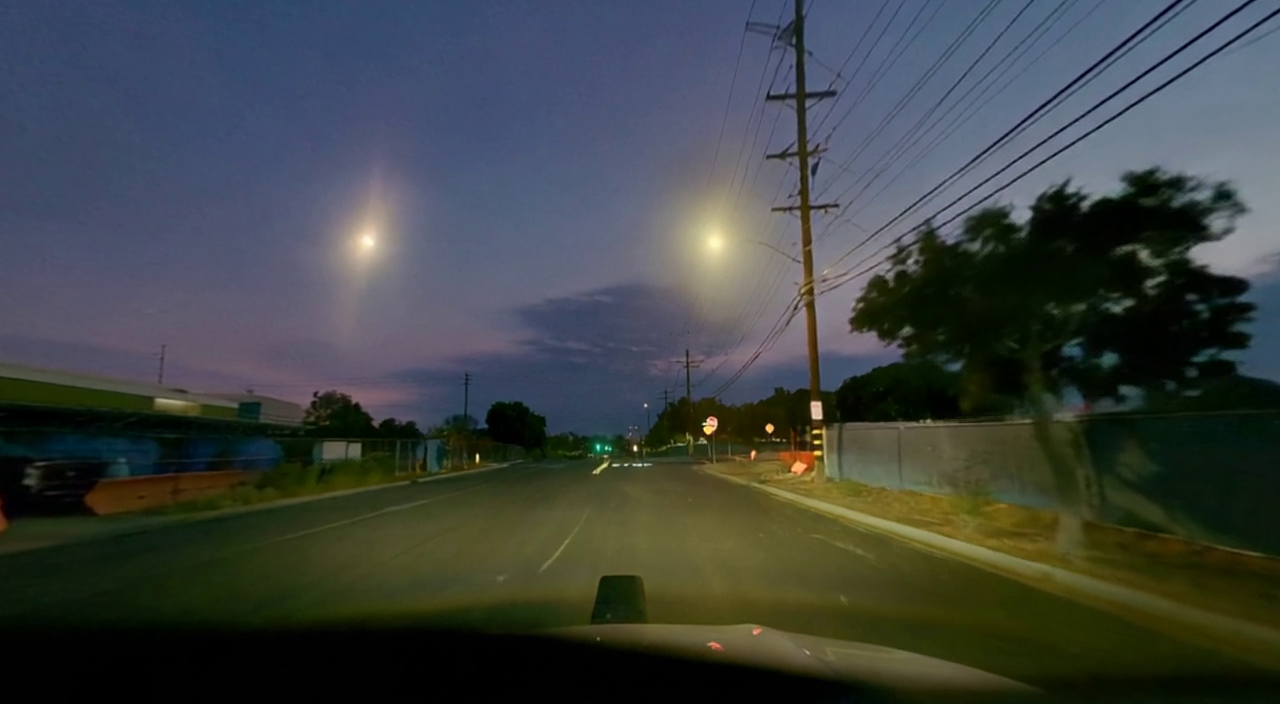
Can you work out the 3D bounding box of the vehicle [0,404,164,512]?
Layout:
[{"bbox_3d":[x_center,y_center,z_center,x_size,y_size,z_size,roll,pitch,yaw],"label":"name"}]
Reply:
[{"bbox_3d":[-13.289,2.220,12.840,2.662,1.981,5.352,-1,-13,4],"label":"vehicle"}]
